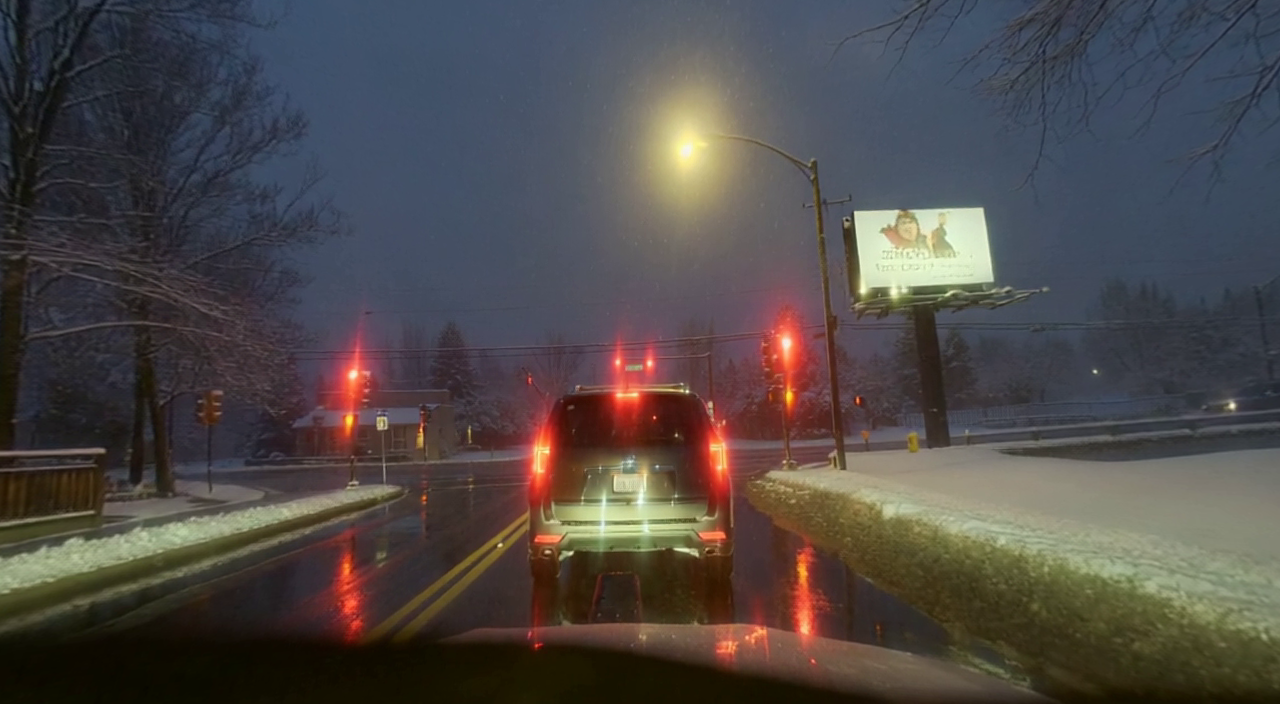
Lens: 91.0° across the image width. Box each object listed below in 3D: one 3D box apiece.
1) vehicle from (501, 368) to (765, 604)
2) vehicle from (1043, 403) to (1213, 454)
[{"bbox_3d":[-0.057,1.363,7.137,2.142,1.904,3.816,-1,-8,0],"label":"vehicle"},{"bbox_3d":[15.282,2.449,19.937,3.750,1.502,1.781,-2,-8,13],"label":"vehicle"}]
